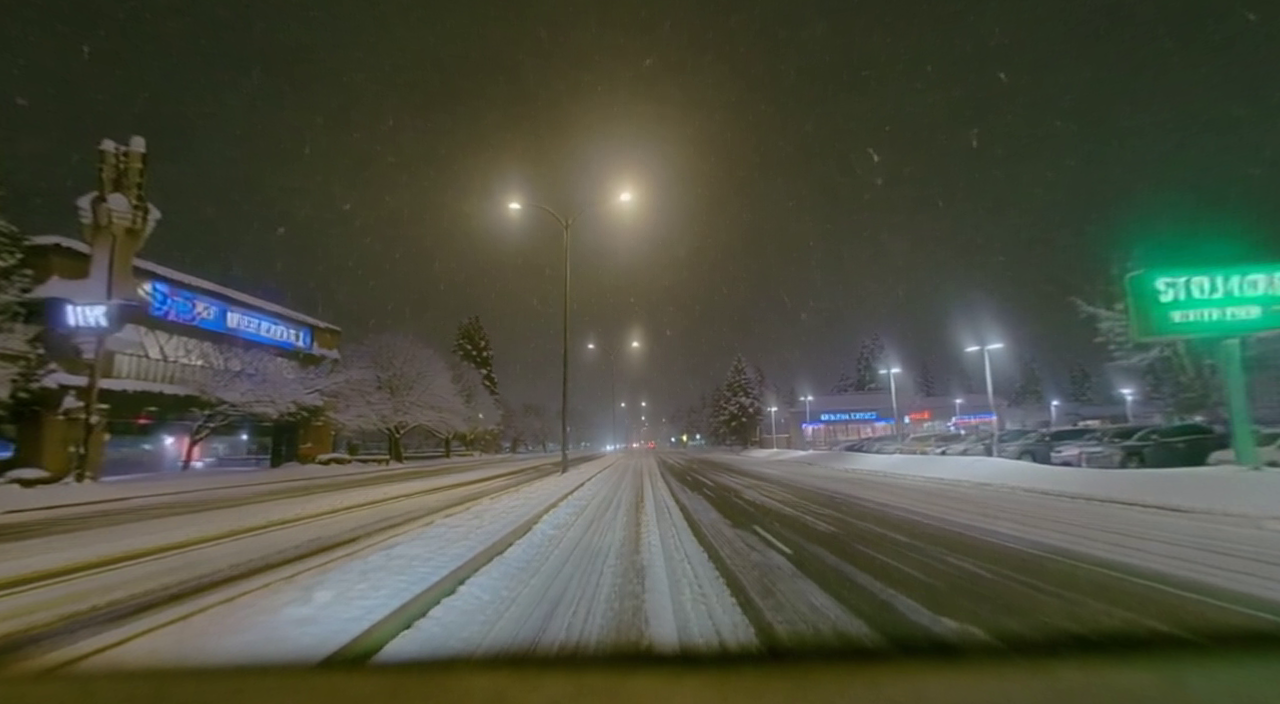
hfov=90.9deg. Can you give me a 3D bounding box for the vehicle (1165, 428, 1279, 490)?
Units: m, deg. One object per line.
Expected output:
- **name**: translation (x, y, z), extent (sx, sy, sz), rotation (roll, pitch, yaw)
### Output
- **vehicle**: translation (17.502, 2.853, 17.125), extent (4.554, 1.547, 2.057), rotation (-1, -9, -1)
